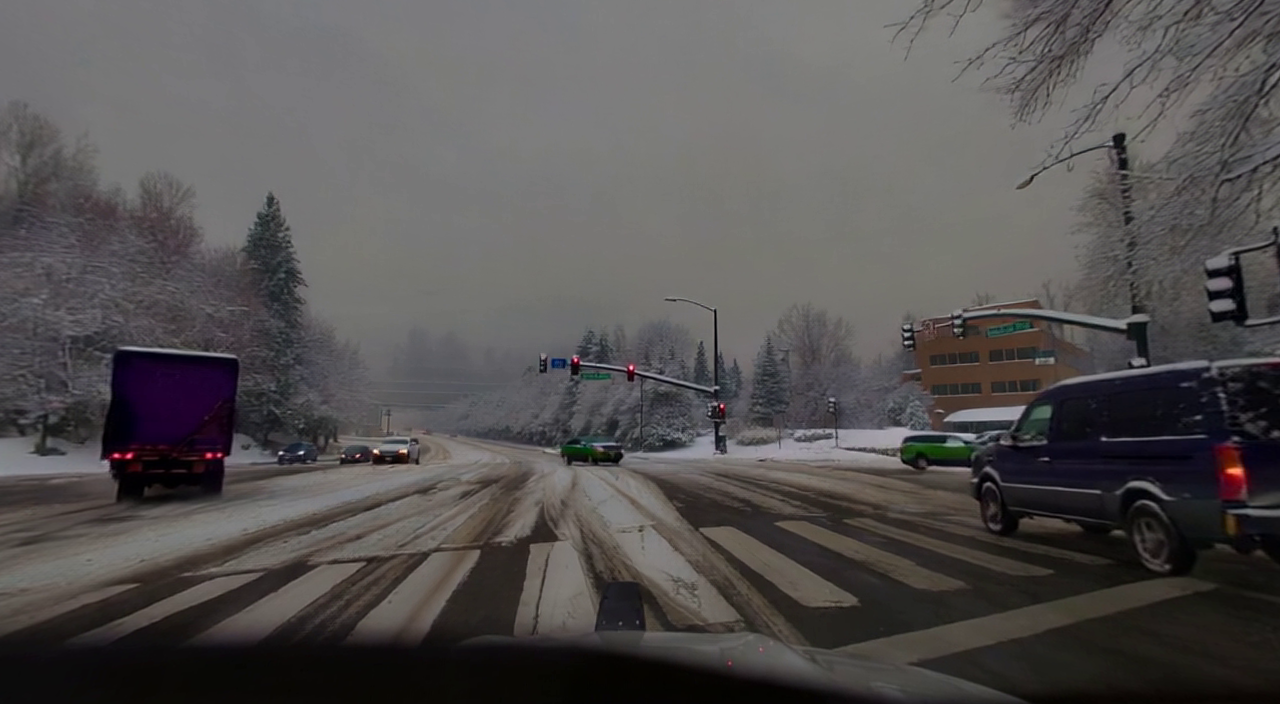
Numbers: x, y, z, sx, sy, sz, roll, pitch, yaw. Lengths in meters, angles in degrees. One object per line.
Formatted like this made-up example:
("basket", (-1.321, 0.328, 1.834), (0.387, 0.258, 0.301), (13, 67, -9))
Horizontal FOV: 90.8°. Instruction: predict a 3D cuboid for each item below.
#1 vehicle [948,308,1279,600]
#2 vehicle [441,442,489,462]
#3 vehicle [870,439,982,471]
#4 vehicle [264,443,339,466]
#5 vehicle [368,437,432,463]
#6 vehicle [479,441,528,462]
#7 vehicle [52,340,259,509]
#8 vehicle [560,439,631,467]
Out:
("vehicle", (6.546, 1.250, 8.072), (2.332, 2.511, 5.326), (0, -9, -2))
("vehicle", (-13.183, 7.593, 47.853), (1.845, 1.426, 4.289), (-1, -9, 8))
("vehicle", (13.671, 4.928, 30.345), (4.487, 1.415, 1.911), (1, -9, -7))
("vehicle", (-21.829, 6.641, 40.992), (1.859, 1.415, 4.591), (-1, -9, 8))
("vehicle", (-17.380, 7.148, 45.996), (2.189, 1.753, 4.785), (-1, -9, 8))
("vehicle", (-10.145, 7.466, 47.388), (2.097, 1.484, 4.596), (-1, -9, 7))
("vehicle", (-11.674, 1.908, 15.821), (3.112, 3.230, 6.726), (6, -10, -33))
("vehicle", (-2.709, 5.974, 37.485), (2.086, 1.487, 4.846), (5, -10, -32))
